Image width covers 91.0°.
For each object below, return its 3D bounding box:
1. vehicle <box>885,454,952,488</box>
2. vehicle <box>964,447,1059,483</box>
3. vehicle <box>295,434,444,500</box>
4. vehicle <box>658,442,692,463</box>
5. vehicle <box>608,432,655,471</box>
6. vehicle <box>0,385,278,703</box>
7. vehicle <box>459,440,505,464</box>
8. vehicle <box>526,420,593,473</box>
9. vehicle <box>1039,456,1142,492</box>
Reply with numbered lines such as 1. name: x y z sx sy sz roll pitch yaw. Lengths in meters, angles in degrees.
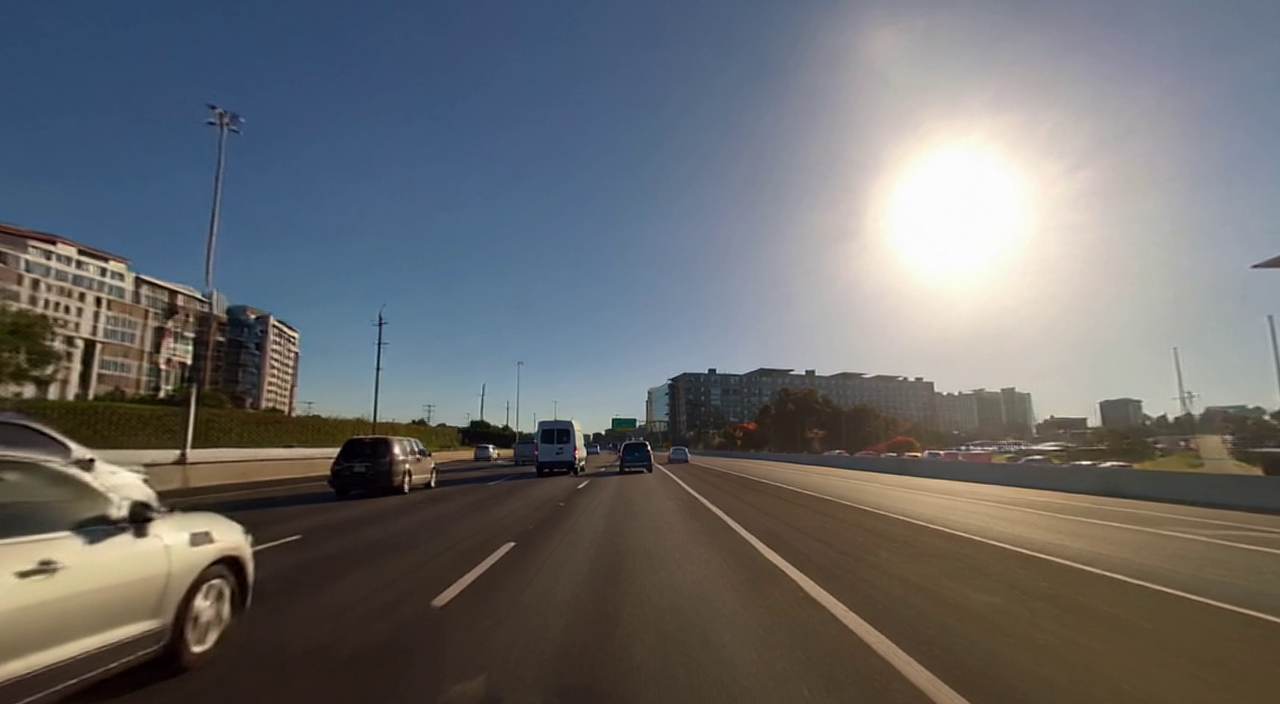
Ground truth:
1. vehicle: 14.142 6.037 32.168 1.810 1.391 3.473 4 -8 0
2. vehicle: 20.985 6.378 35.909 2.083 1.873 5.209 0 -9 -1
3. vehicle: -6.933 2.988 16.794 1.959 1.493 4.575 0 -9 0
4. vehicle: 2.557 7.512 47.072 2.127 1.513 4.501 0 -9 -2
5. vehicle: -0.429 5.015 31.694 2.207 1.807 4.199 0 -9 0
6. vehicle: -3.287 0.808 1.797 1.963 1.507 4.172 0 -9 1
7. vehicle: -10.912 6.957 43.835 2.014 1.549 4.957 0 -9 -1
8. vehicle: -3.749 4.592 30.620 2.504 2.276 5.933 0 -9 0
9. vehicle: 21.061 5.686 29.629 1.789 1.531 3.983 0 -9 -2
